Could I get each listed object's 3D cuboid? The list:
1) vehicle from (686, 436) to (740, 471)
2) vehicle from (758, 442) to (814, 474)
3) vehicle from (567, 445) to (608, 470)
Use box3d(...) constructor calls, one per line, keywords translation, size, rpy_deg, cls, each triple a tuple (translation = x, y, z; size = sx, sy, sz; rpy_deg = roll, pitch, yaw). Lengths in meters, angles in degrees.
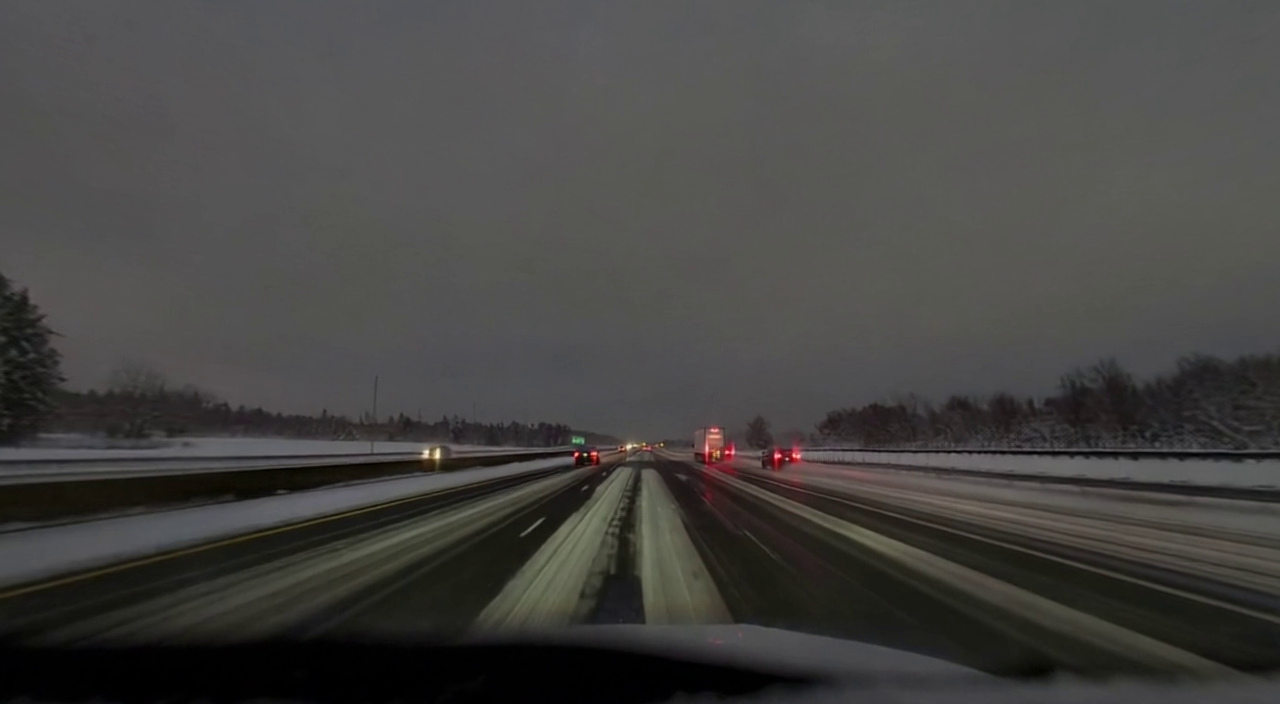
box3d(translation=(4.466, 6.377, 39.611), size=(2.770, 1.990, 5.755), rpy_deg=(0, -9, 1), cls="vehicle")
box3d(translation=(8.382, 6.129, 36.614), size=(2.188, 1.727, 4.381), rpy_deg=(0, -9, 0), cls="vehicle")
box3d(translation=(-3.359, 6.890, 41.400), size=(2.164, 1.507, 4.748), rpy_deg=(0, -9, 1), cls="vehicle")
